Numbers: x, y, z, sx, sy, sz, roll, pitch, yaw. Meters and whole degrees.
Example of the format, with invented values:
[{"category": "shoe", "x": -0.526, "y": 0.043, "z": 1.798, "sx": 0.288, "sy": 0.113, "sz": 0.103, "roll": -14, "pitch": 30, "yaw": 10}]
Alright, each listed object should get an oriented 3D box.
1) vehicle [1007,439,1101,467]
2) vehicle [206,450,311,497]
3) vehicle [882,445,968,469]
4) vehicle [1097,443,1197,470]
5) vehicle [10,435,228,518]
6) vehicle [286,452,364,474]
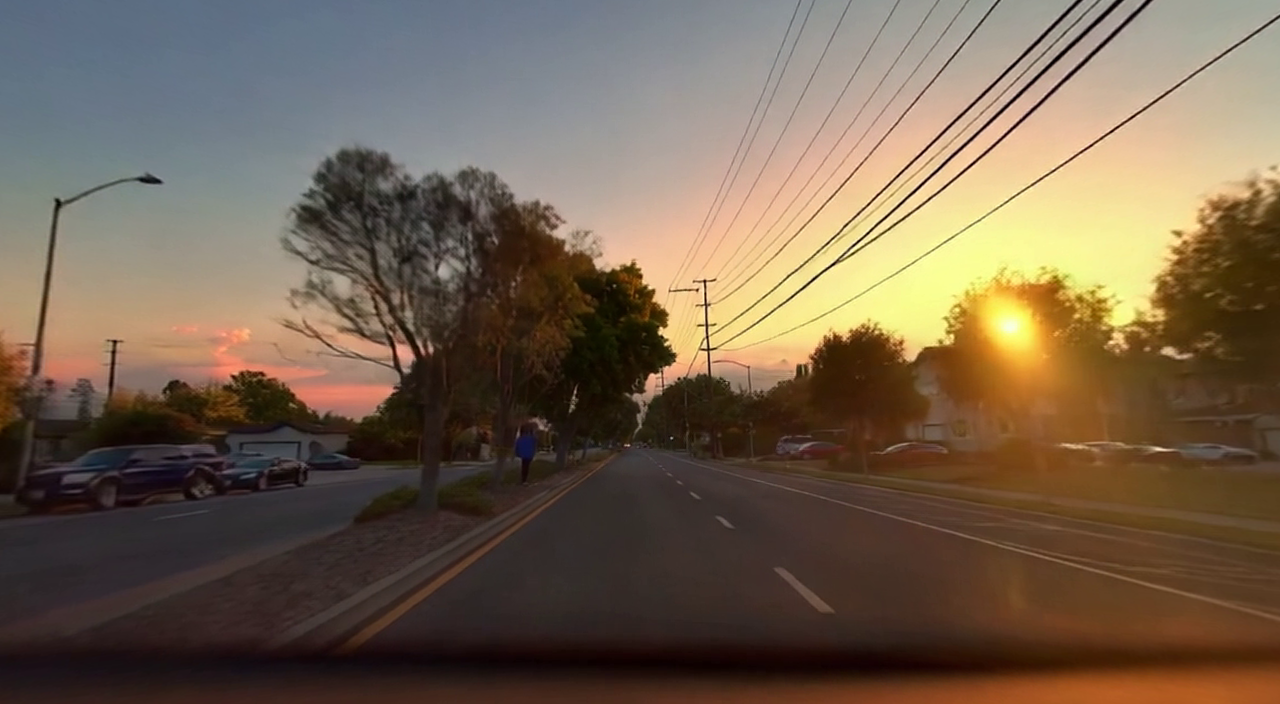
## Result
[{"category": "vehicle", "x": 31.318, "y": 7.623, "z": 48.011, "sx": 2.206, "sy": 1.971, "sz": 5.600, "roll": 3, "pitch": -9, "yaw": -20}, {"category": "vehicle", "x": -15.453, "y": 4.897, "z": 25.908, "sx": 2.106, "sy": 1.517, "sz": 4.632, "roll": -3, "pitch": -8, "yaw": -10}, {"category": "vehicle", "x": 17.473, "y": 6.470, "z": 38.896, "sx": 4.246, "sy": 1.427, "sz": 2.055, "roll": 0, "pitch": -9, "yaw": 0}, {"category": "vehicle", "x": 33.127, "y": 6.811, "z": 41.449, "sx": 1.974, "sy": 1.647, "sz": 4.721, "roll": 2, "pitch": -9, "yaw": -15}, {"category": "vehicle", "x": -15.059, "y": 3.572, "z": 18.782, "sx": 2.298, "sy": 1.979, "sz": 4.920, "roll": -3, "pitch": -9, "yaw": 0}, {"category": "vehicle", "x": -21.865, "y": 7.698, "z": 44.017, "sx": 4.354, "sy": 1.450, "sz": 2.043, "roll": 2, "pitch": -9, "yaw": -10}]
